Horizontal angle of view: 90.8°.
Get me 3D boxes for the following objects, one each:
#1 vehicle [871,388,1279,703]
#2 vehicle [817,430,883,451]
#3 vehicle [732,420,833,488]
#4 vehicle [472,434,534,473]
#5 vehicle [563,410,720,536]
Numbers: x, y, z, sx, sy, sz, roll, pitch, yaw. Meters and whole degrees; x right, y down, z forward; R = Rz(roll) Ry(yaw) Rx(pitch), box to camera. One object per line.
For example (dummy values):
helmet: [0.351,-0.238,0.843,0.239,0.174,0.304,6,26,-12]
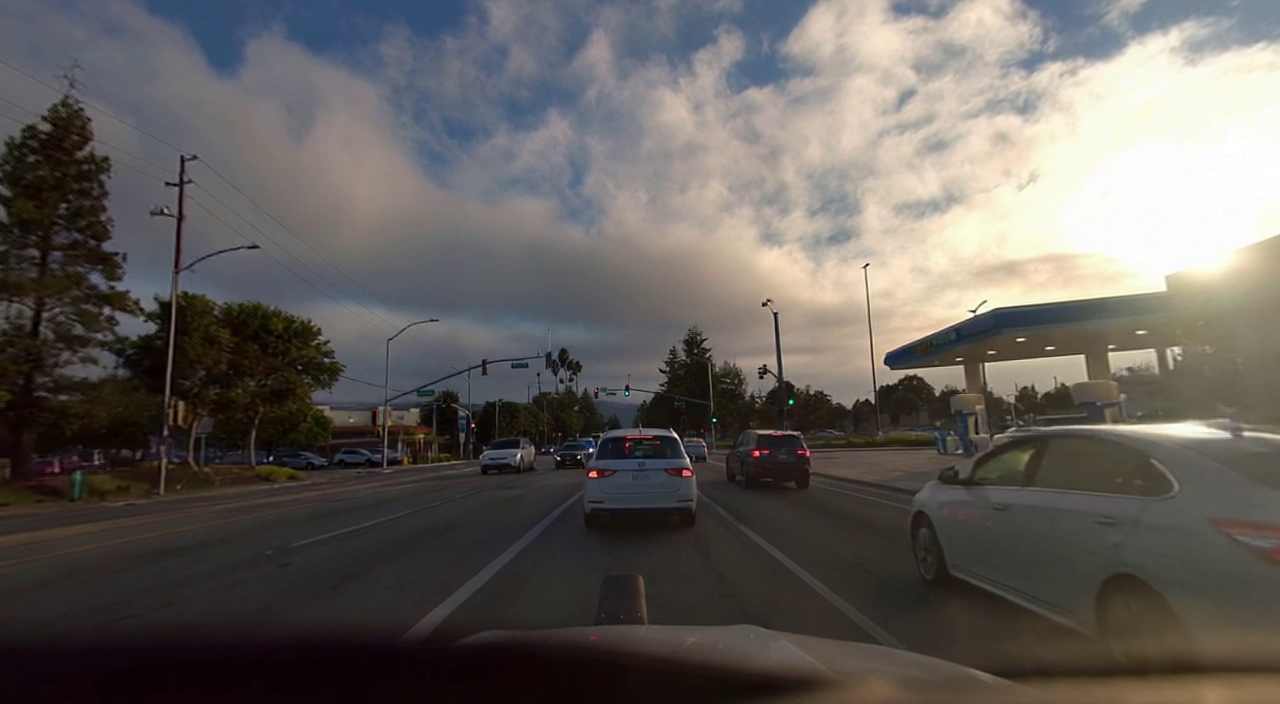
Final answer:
vehicle: [3.346,1.146,4.226,1.904,1.472,4.358,0,-8,-1]
vehicle: [16.526,7.025,49.945,4.715,1.582,1.884,-2,-9,11]
vehicle: [4.177,3.110,19.489,2.116,1.791,5.006,-1,-8,2]
vehicle: [-6.400,4.802,30.124,1.994,1.695,4.471,0,-8,-1]
vehicle: [-0.039,1.960,10.742,2.164,1.718,3.881,0,-8,-2]
